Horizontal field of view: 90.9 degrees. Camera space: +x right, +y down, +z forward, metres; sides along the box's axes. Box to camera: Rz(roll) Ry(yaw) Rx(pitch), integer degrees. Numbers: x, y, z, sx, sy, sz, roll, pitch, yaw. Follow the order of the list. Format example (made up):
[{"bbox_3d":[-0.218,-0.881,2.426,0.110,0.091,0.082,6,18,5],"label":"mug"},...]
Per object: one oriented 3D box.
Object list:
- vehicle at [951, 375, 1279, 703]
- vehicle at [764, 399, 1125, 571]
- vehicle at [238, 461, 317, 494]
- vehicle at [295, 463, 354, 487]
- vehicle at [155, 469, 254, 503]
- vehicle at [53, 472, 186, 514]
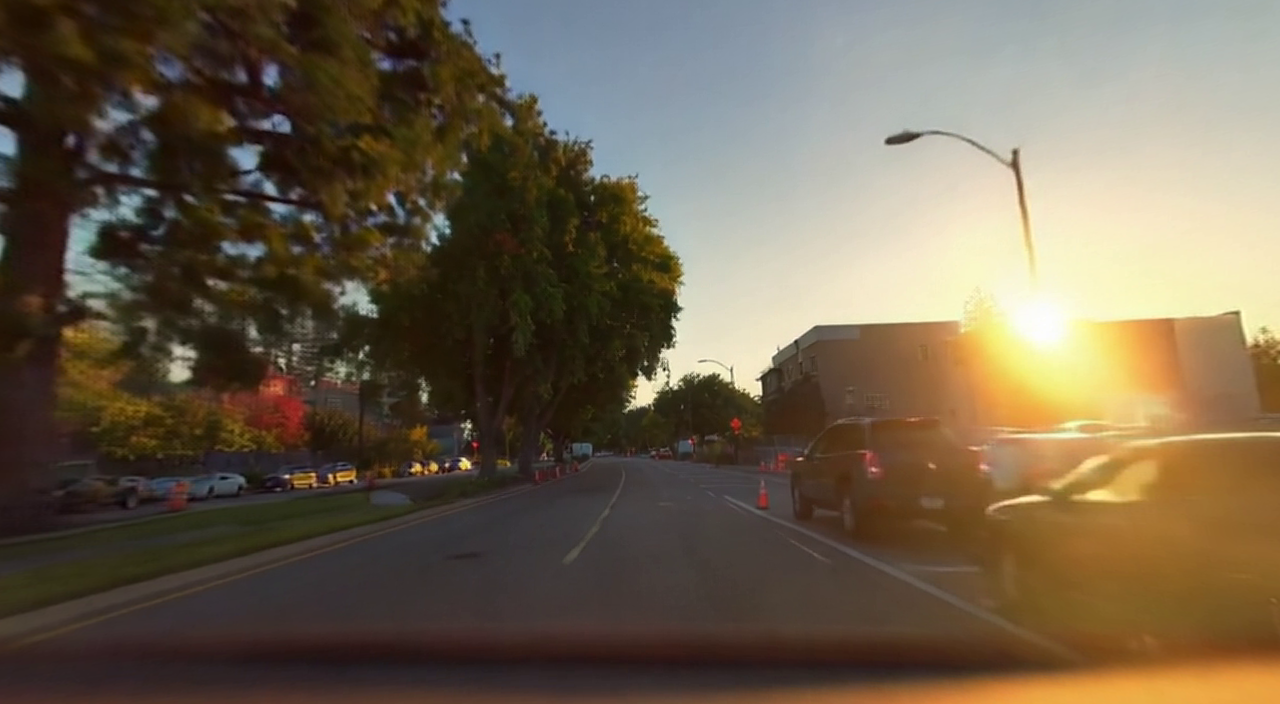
[{"bbox_3d":[4.078,1.129,4.051,1.916,1.701,4.358,0,-9,0],"label":"vehicle"},{"bbox_3d":[4.225,2.098,10.847,2.660,1.980,6.934,0,-9,-1],"label":"vehicle"},{"bbox_3d":[-21.667,7.509,37.956,1.941,1.743,5.264,0,-9,-4],"label":"vehicle"},{"bbox_3d":[-22.014,8.586,44.220,1.863,1.470,4.526,0,-9,-1],"label":"vehicle"},{"bbox_3d":[-21.591,6.652,31.489,1.746,1.447,4.448,0,-9,0],"label":"vehicle"},{"bbox_3d":[-21.529,5.820,26.350,1.834,1.441,4.416,0,-9,-2],"label":"vehicle"}]
